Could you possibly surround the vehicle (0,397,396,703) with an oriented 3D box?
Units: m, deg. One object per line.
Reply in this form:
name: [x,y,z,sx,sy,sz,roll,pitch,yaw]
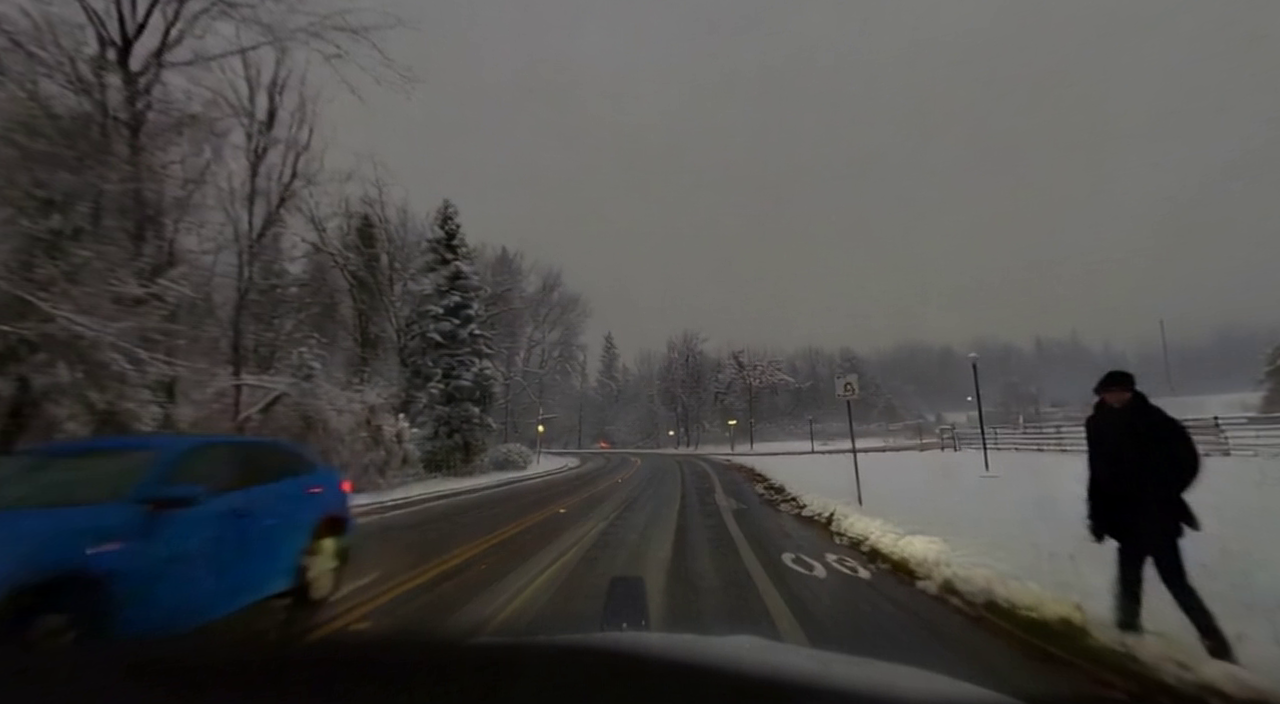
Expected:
vehicle: [-3.823,1.236,4.654,2.190,1.499,4.209,0,-8,3]
